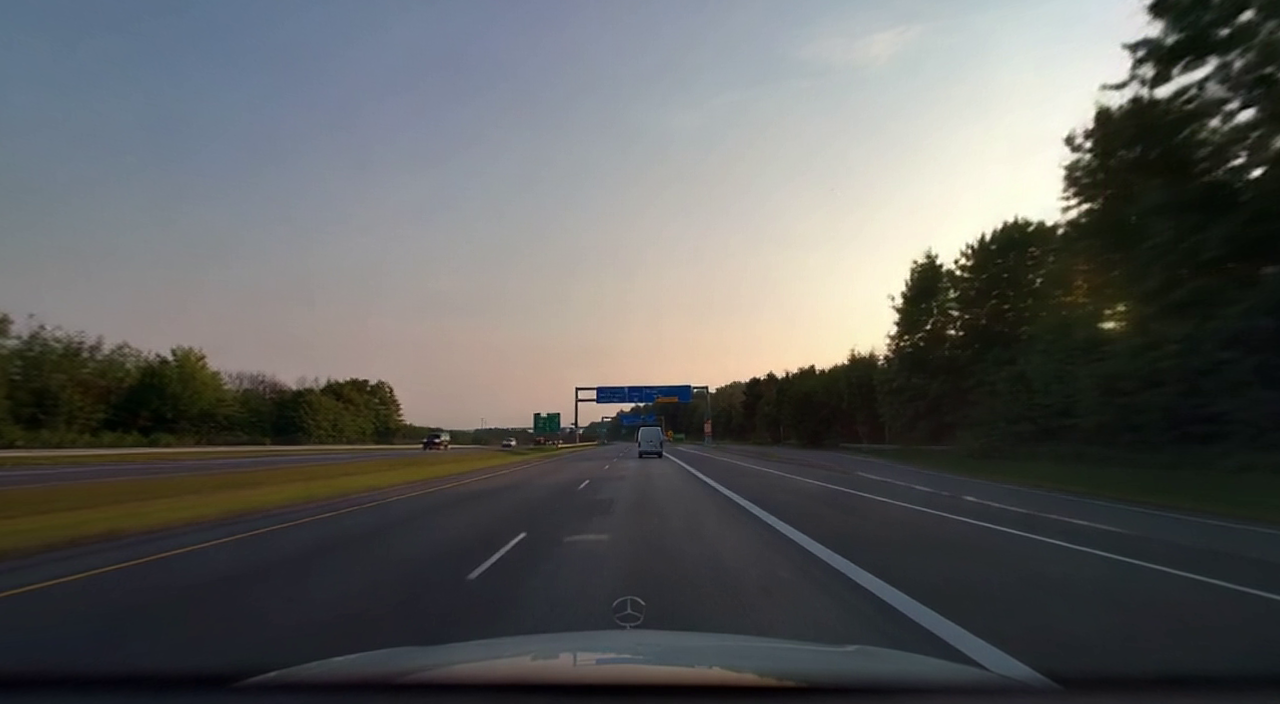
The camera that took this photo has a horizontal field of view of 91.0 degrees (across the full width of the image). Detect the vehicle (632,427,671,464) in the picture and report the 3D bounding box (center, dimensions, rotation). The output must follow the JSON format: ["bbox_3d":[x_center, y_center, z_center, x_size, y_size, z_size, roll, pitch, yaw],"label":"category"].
[{"bbox_3d":[0.715,5.812,39.248,2.277,2.109,4.922,0,-8,1],"label":"vehicle"}]
